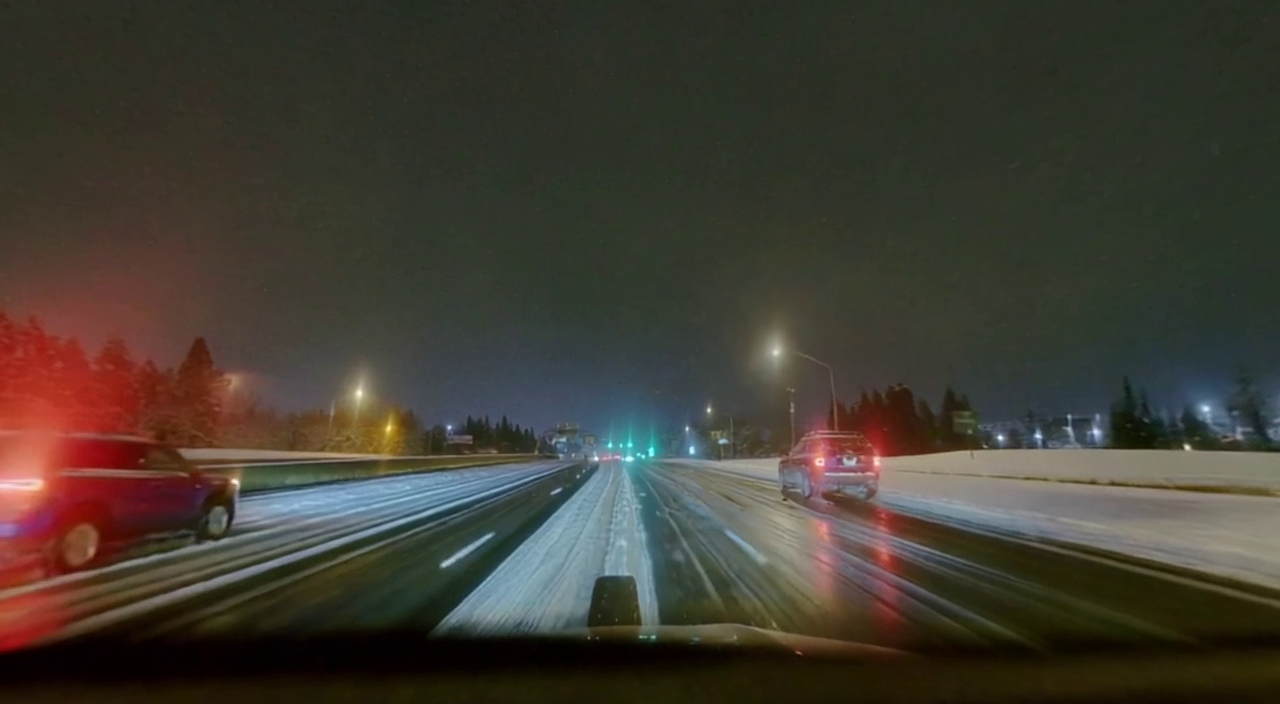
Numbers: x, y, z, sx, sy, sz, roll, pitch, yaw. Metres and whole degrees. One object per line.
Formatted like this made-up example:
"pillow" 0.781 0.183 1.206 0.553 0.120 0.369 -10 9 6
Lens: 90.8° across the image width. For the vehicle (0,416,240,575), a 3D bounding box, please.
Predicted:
"vehicle" -7.549 1.752 8.287 1.924 1.601 4.115 0 -9 -1
